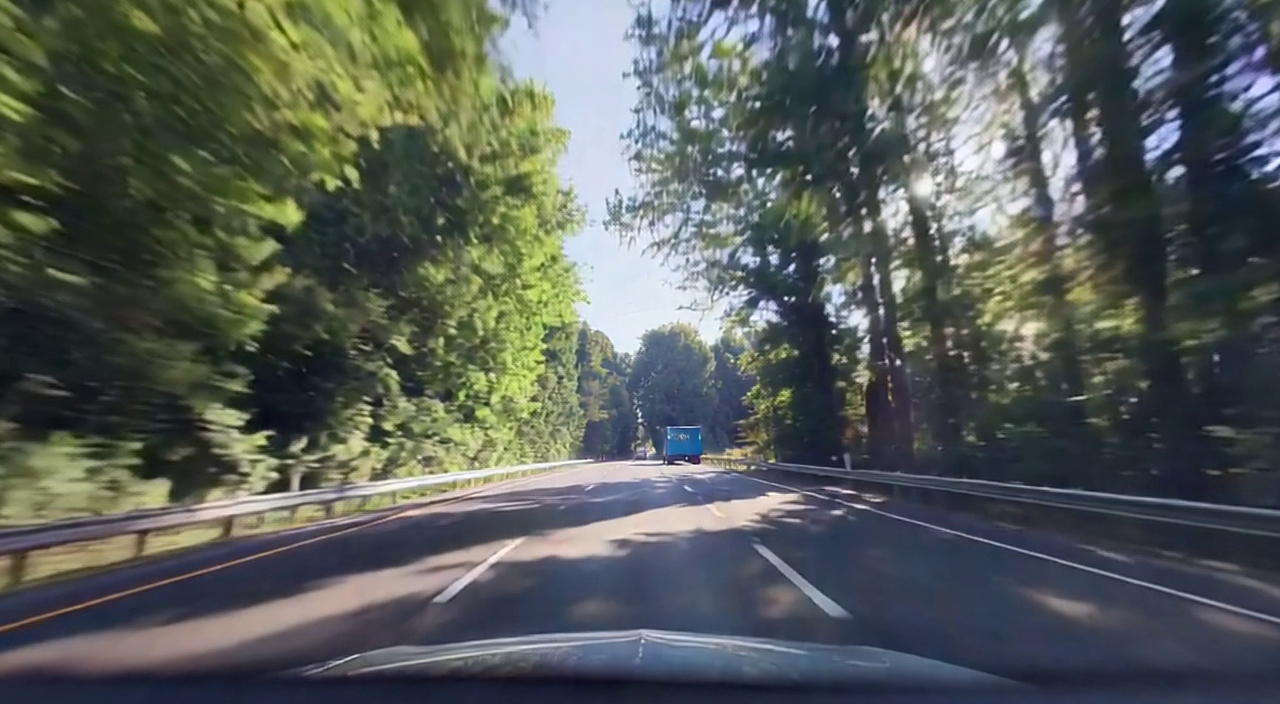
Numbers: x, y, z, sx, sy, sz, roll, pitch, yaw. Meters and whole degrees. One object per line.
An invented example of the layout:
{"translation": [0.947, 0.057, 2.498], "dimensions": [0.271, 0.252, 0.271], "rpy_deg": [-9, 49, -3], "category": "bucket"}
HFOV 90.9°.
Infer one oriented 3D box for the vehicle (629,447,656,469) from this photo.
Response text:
{"translation": [0.174, 7.625, 45.313], "dimensions": [1.900, 1.497, 3.732], "rpy_deg": [0, -9, 0], "category": "vehicle"}
